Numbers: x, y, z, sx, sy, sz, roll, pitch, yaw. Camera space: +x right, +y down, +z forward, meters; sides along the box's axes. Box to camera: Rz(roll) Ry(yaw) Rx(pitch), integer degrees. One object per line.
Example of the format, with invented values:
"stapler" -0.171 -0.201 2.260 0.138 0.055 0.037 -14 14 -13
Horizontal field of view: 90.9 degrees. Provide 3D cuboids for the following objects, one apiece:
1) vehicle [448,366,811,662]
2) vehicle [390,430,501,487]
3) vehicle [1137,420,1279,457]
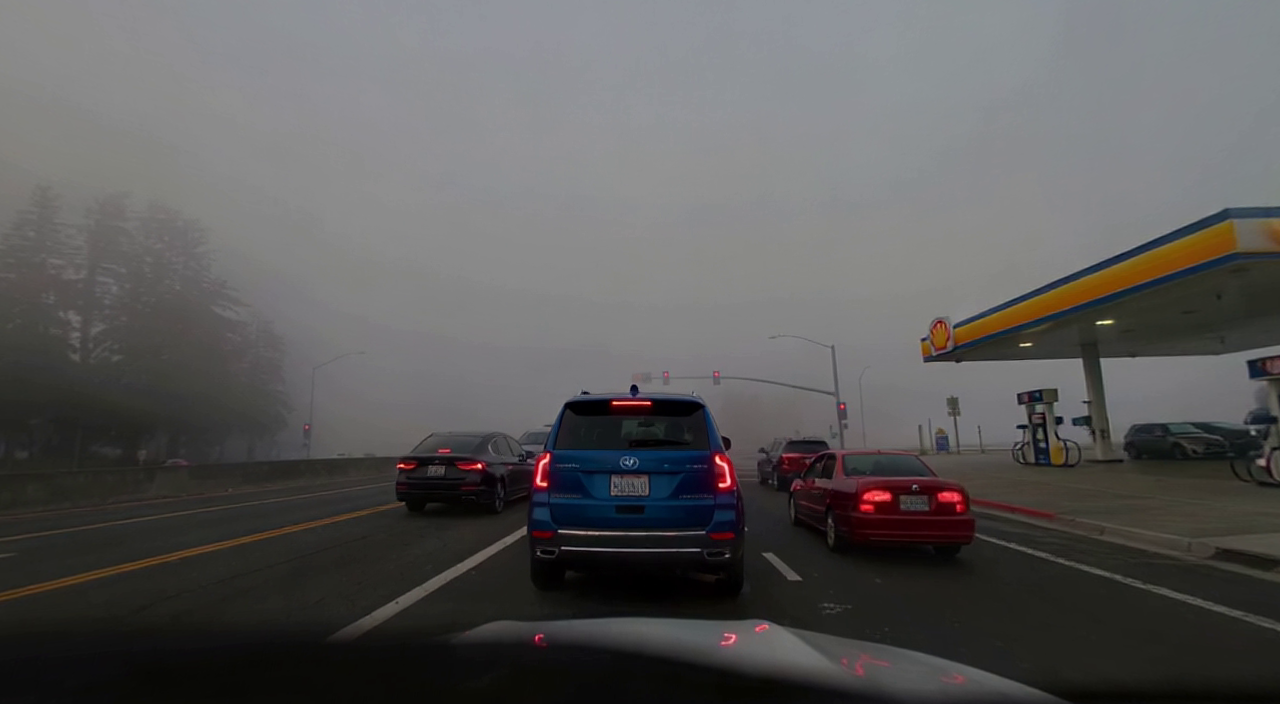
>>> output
"vehicle" 0.011 1.319 6.134 2.236 1.819 4.291 0 -9 2
"vehicle" -6.645 3.709 22.170 2.065 1.753 4.525 -1 -9 6
"vehicle" 25.940 3.968 28.782 4.551 1.616 1.973 -2 -9 11
